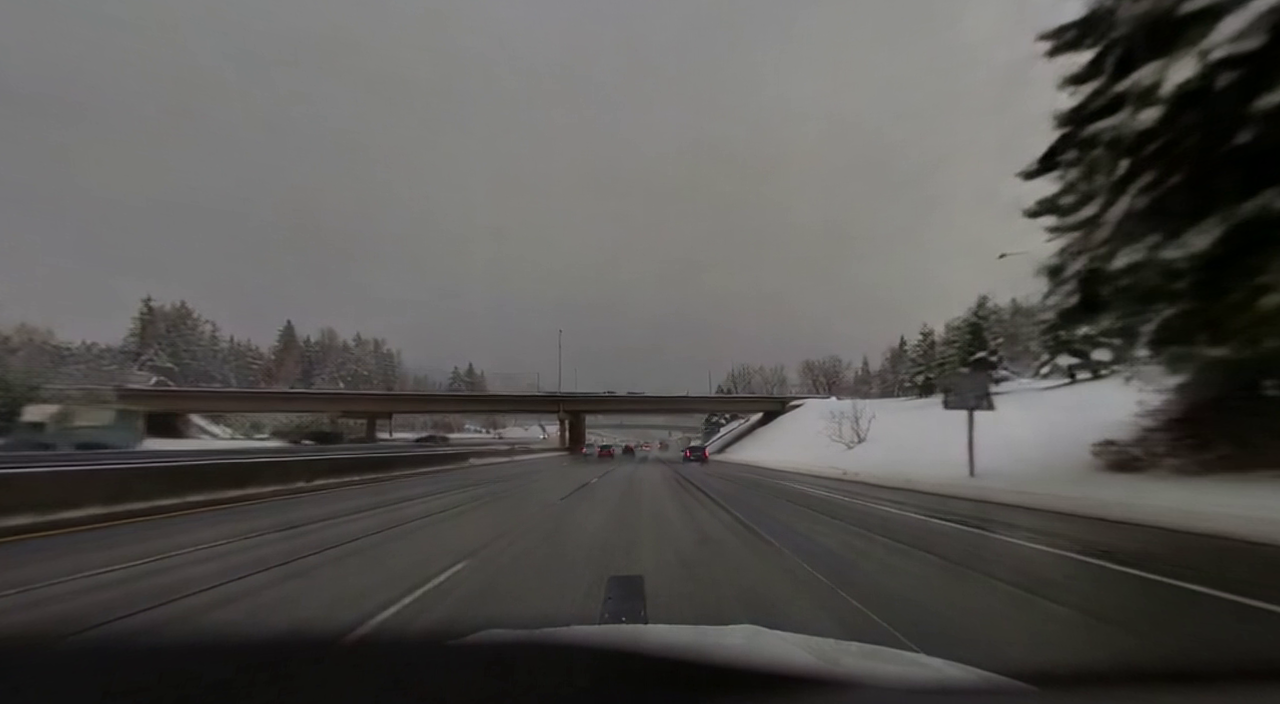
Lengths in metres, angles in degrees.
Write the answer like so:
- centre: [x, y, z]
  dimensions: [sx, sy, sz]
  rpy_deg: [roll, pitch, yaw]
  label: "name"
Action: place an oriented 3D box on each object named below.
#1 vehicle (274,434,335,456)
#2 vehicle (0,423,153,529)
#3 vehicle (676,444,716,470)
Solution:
- centre: [-24.199, 6.733, 45.632]
  dimensions: [1.922, 1.544, 4.340]
  rpy_deg: [0, -8, 1]
  label: "vehicle"
- centre: [-11.237, 2.104, 10.891]
  dimensions: [1.995, 1.682, 4.516]
  rpy_deg: [0, -8, 1]
  label: "vehicle"
- centre: [3.413, 6.526, 39.410]
  dimensions: [2.059, 1.509, 4.670]
  rpy_deg: [0, -8, 0]
  label: "vehicle"
